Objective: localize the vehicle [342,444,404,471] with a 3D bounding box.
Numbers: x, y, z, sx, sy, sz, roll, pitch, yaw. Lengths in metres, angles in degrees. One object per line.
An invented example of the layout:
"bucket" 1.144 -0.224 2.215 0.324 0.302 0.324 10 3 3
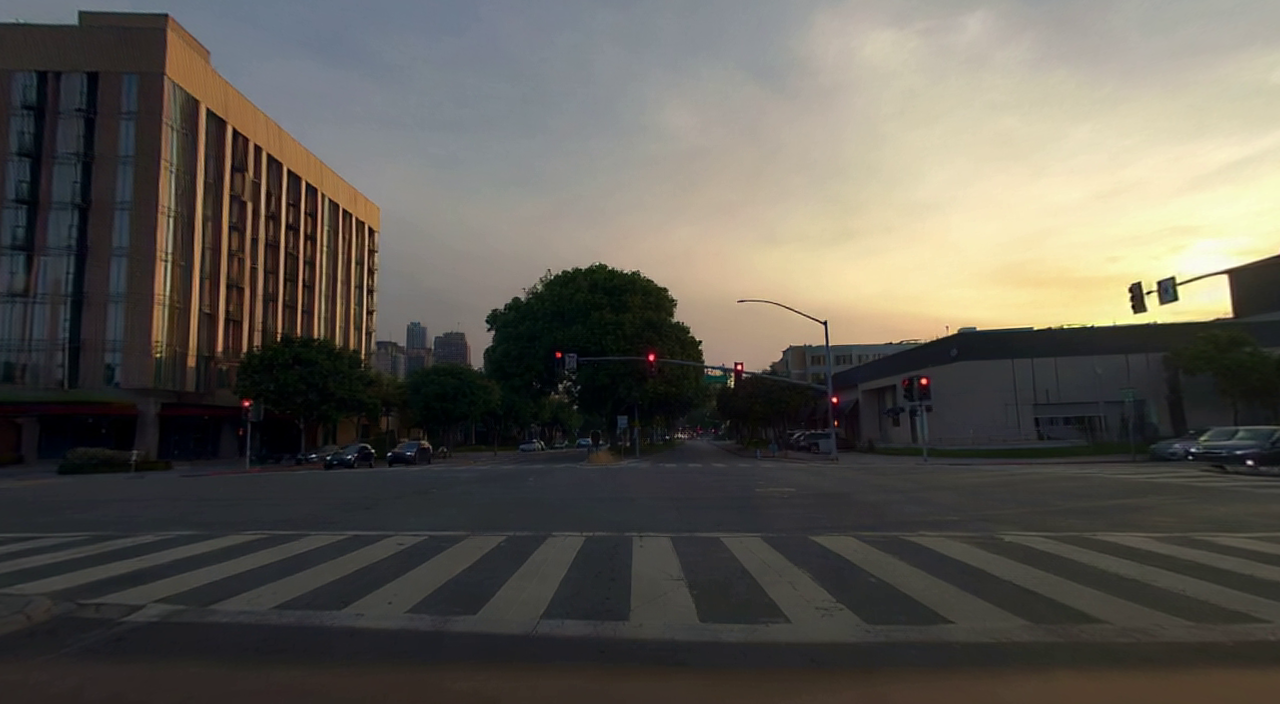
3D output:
"vehicle" -18.550 7.342 43.986 2.237 1.801 4.541 0 -9 1

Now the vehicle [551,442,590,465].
"vehicle" -4.527 6.708 41.681 1.954 1.431 4.050 -1 -9 2

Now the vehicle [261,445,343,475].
"vehicle" -22.037 7.035 41.312 2.032 1.839 4.884 -2 -9 10

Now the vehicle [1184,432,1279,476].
"vehicle" 22.322 3.577 22.237 4.474 1.477 1.908 0 -9 -3

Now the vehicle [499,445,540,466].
"vehicle" -8.098 7.000 42.610 1.910 1.321 3.692 0 -9 1

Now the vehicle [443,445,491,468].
"vehicle" -11.642 7.051 42.712 1.911 1.476 4.297 -1 -9 2

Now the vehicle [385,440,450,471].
"vehicle" -15.137 7.041 43.163 2.340 1.946 5.450 0 -9 2
